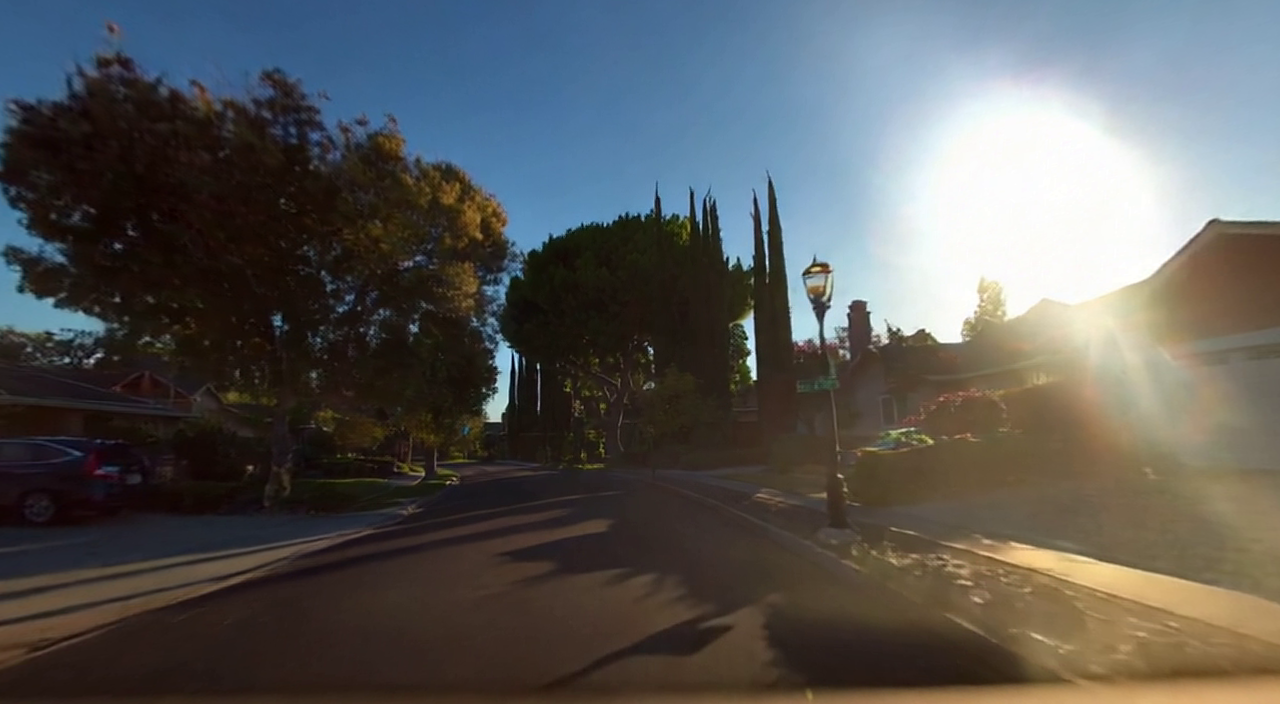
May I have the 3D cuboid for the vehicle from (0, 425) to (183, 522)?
[{"bbox_3d":[-11.552,2.222,11.811,4.471,1.638,1.877,0,-8,1],"label":"vehicle"}]
